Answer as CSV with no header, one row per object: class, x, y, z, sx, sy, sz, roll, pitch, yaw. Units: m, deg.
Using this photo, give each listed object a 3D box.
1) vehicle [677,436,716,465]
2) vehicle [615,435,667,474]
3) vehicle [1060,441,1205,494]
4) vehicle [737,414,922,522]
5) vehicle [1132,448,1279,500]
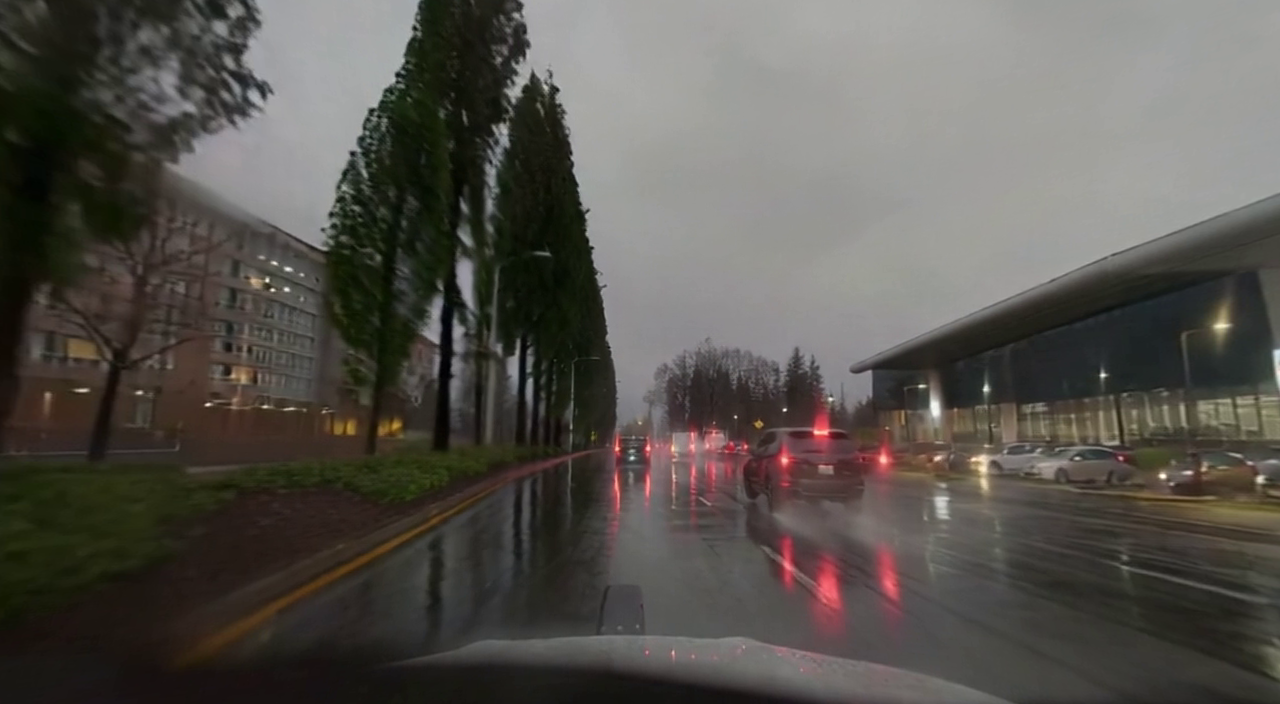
vehicle,3.506,6.205,39.778,1.976,1.725,4.159,0,-9,-1
vehicle,-0.005,4.493,27.777,2.145,1.572,4.021,0,-9,-1
vehicle,17.420,4.070,22.368,4.369,1.689,2.230,5,-11,-26
vehicle,3.571,2.328,13.143,2.235,1.806,4.818,0,-9,-1
vehicle,17.468,3.706,19.524,3.922,1.444,1.834,4,-10,-25
